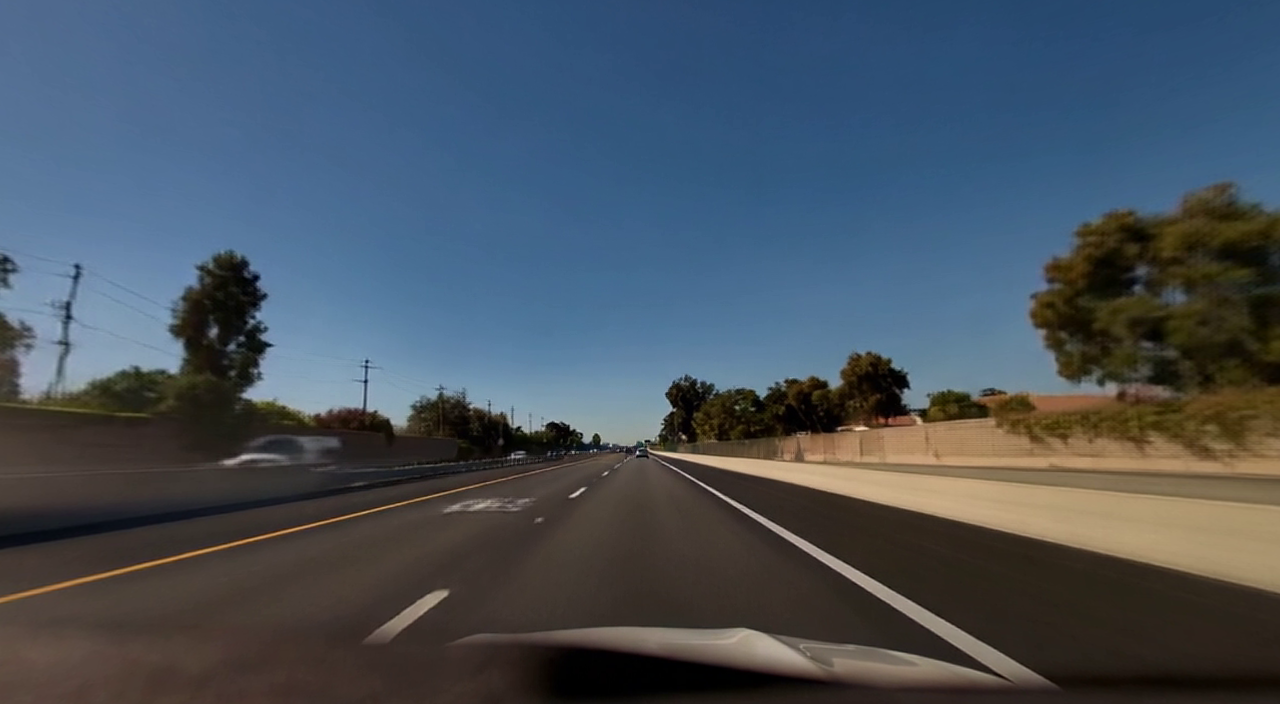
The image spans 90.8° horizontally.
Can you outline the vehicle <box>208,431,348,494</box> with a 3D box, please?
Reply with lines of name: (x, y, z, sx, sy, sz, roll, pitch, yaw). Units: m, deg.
vehicle: (-16.162, 4.971, 28.811, 2.394, 2.507, 6.679, 0, -9, 0)
